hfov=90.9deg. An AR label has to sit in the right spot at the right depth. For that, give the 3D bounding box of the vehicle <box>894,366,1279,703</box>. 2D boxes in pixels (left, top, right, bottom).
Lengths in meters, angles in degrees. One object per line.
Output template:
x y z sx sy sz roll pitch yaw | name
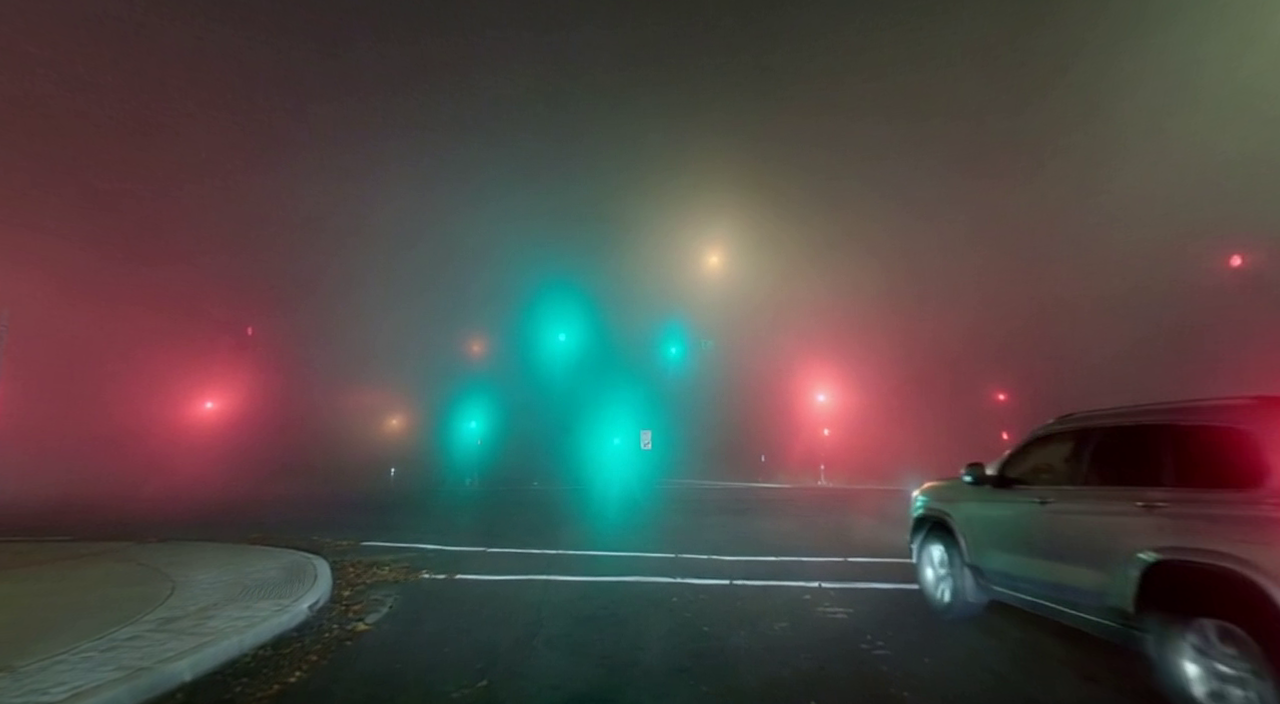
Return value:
3.204 1.070 3.457 1.938 1.648 4.211 0 -8 1 | vehicle
